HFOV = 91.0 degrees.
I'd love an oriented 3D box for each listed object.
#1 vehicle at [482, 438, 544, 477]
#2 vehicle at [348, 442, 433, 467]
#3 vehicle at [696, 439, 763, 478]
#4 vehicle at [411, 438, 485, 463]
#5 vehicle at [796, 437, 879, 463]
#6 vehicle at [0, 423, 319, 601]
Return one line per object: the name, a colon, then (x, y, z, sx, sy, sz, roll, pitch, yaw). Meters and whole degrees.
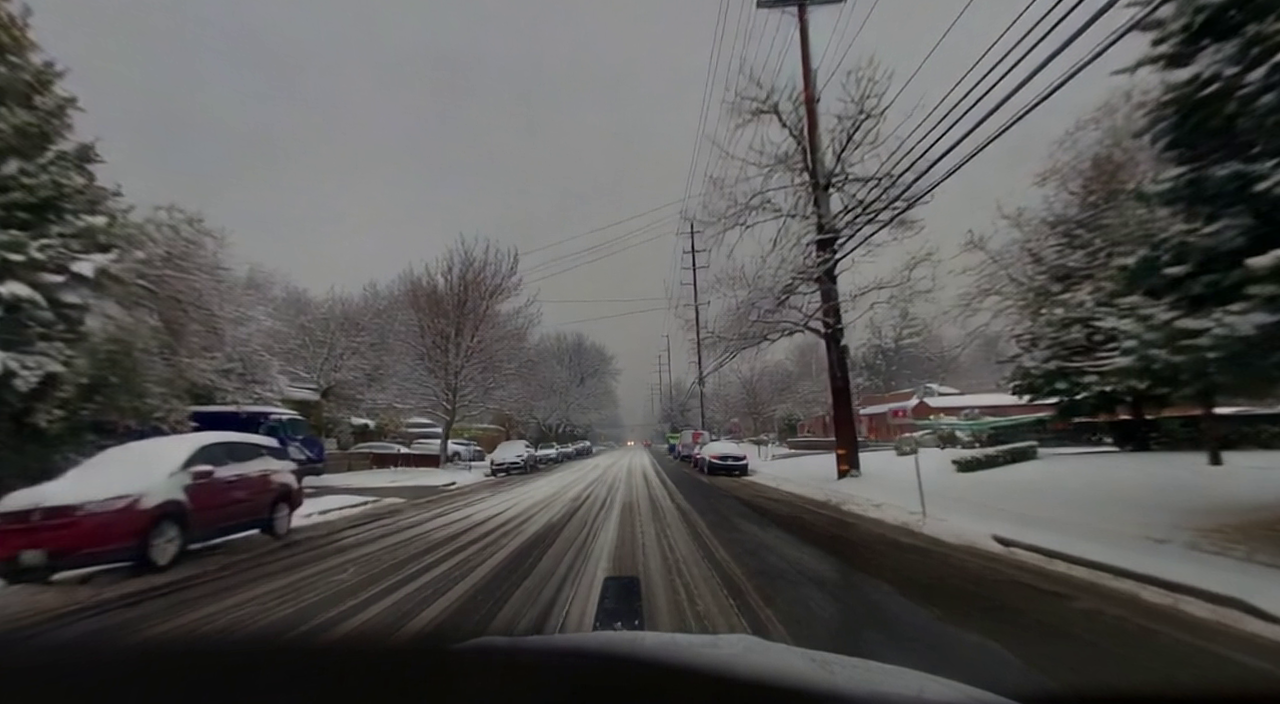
vehicle: (-6.130, 5.113, 30.908, 1.989, 1.693, 4.292, -1, -8, 2)
vehicle: (-15.342, 6.326, 38.837, 4.388, 1.466, 2.008, 0, -8, -1)
vehicle: (3.718, 4.513, 27.059, 2.112, 1.528, 4.944, 0, -8, -1)
vehicle: (-13.328, 6.885, 43.983, 4.528, 1.713, 1.947, 0, -8, -1)
vehicle: (12.482, 6.225, 40.004, 4.606, 1.484, 2.042, 1, -10, 1)
vehicle: (-6.257, 1.814, 8.113, 2.012, 1.639, 4.310, -1, -8, -1)
